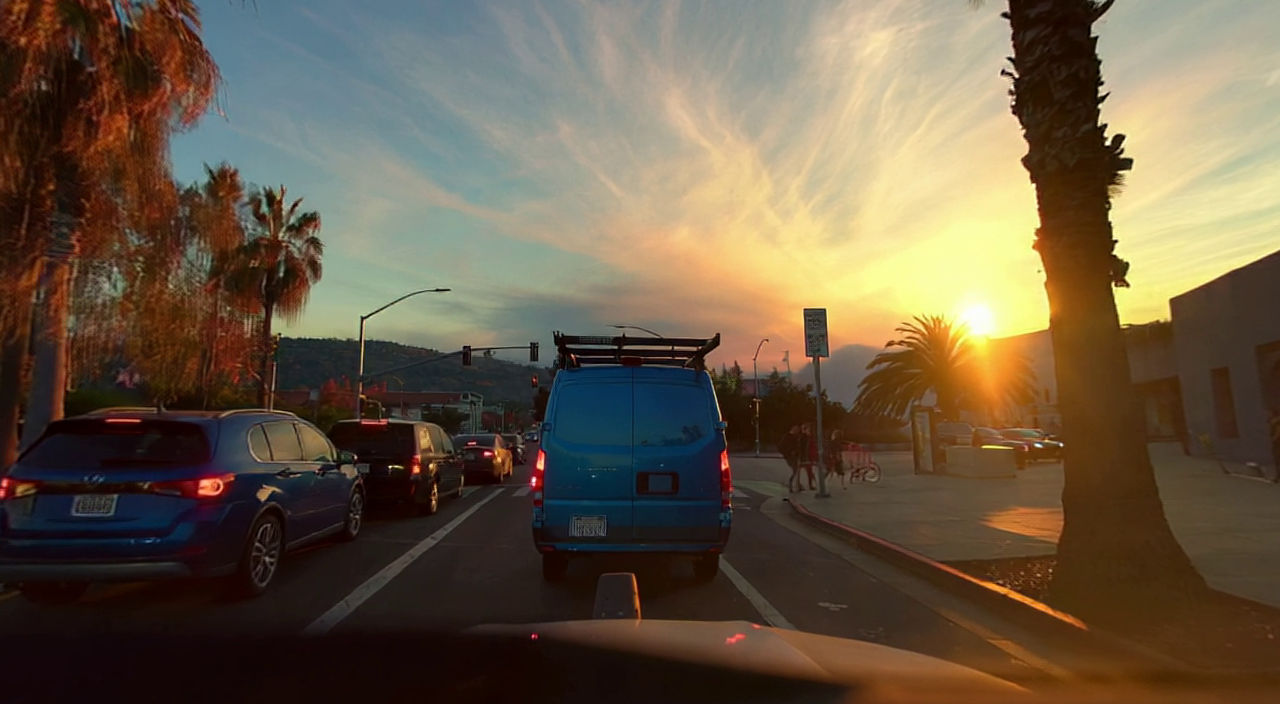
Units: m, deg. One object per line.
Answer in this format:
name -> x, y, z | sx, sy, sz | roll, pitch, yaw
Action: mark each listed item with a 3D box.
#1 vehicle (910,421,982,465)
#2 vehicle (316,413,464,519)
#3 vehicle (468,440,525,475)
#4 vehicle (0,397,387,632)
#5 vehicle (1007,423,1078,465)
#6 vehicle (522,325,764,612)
vehicle -> 12.678, 3.764, 26.058 | 2.046, 1.675, 3.924 | -6, -10, 33
vehicle -> -5.185, 2.423, 13.910 | 2.089, 1.854, 5.022 | 2, -9, -11
vehicle -> -6.804, 4.896, 29.600 | 1.818, 1.479, 4.428 | 4, -9, -22
vehicle -> -4.376, 1.470, 6.689 | 1.986, 1.643, 4.315 | 1, -9, -6
vehicle -> 15.822, 3.616, 24.734 | 2.048, 1.475, 3.972 | -6, -10, 34
vehicle -> -0.185, 1.219, 7.198 | 1.902, 2.238, 4.263 | 1, -9, -6
